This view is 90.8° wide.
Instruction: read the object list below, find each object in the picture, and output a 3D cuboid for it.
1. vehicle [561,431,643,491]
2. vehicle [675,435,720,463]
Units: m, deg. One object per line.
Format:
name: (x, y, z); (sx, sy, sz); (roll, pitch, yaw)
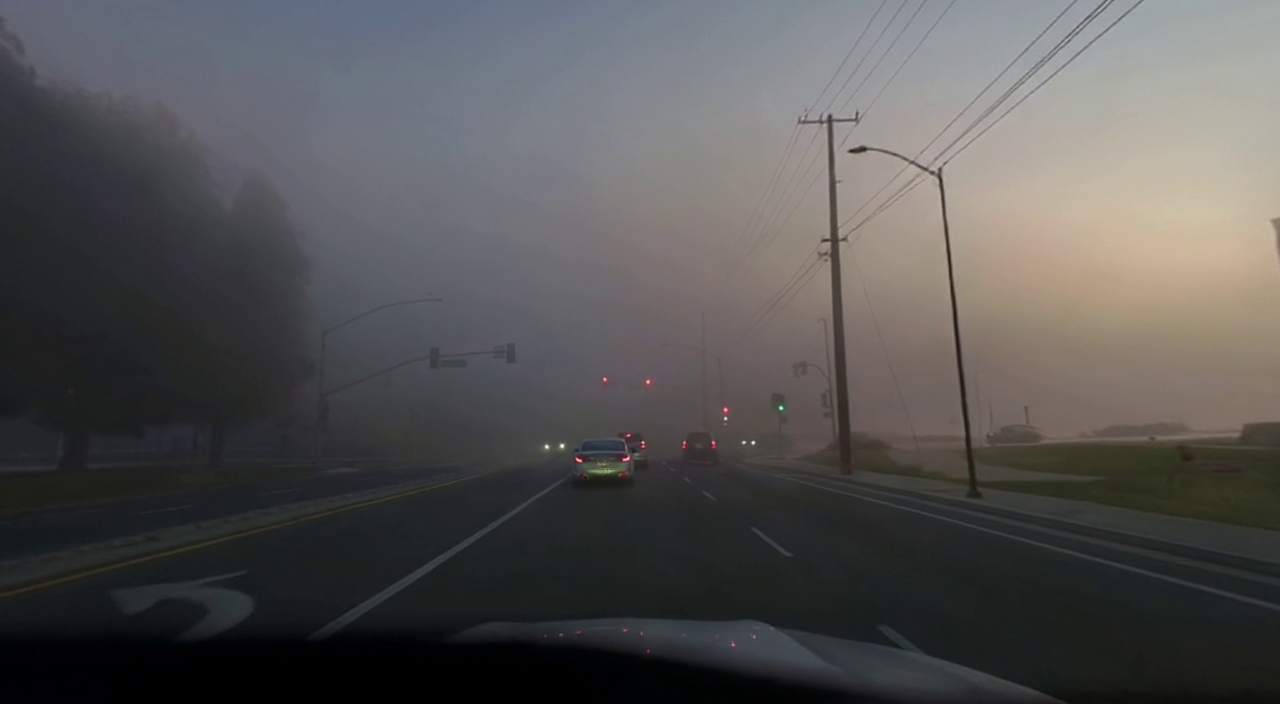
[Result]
vehicle: (-0.969, 3.056, 18.042); (2.075, 1.470, 3.962); (0, -8, 0)
vehicle: (3.200, 5.478, 35.889); (1.945, 1.470, 4.363); (0, -8, -3)
